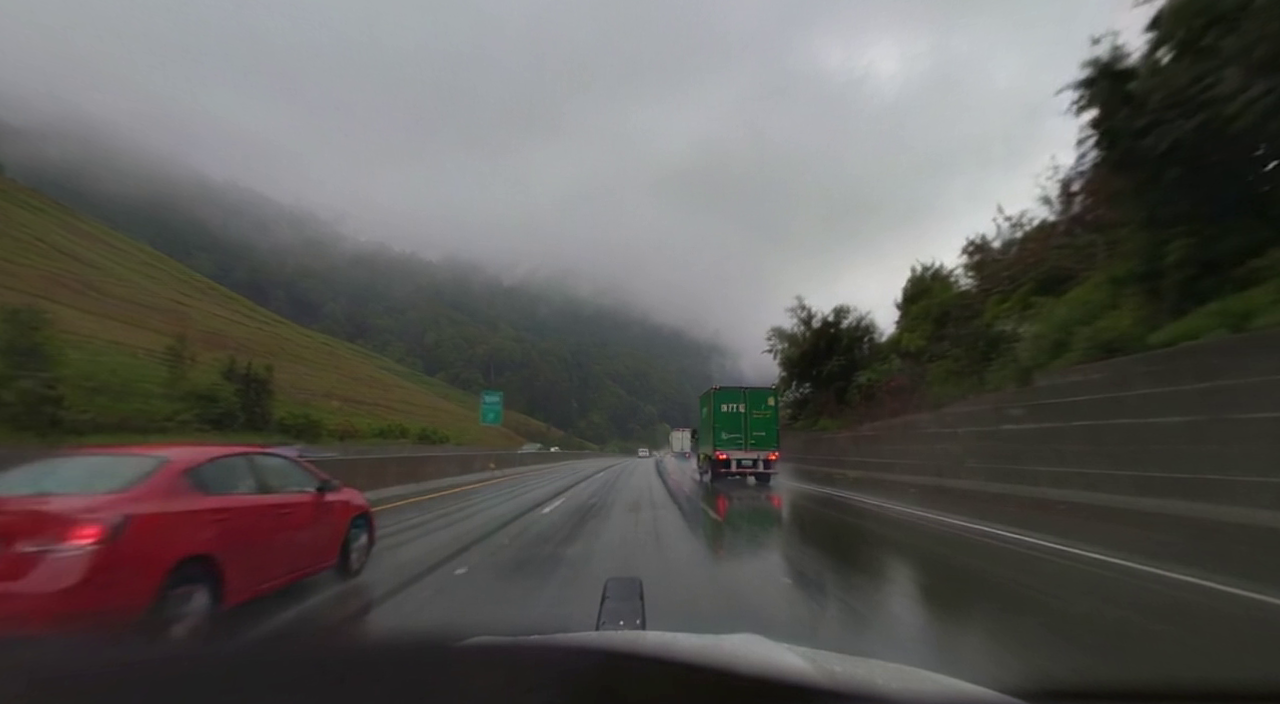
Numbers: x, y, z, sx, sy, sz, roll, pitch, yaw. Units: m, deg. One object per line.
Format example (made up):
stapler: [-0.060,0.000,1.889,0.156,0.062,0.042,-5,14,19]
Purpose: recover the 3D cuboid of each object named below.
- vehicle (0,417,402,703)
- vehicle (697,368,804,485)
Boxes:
vehicle: [-3.861,1.338,4.747,2.060,1.475,5.314,0,-9,0]
vehicle: [4.092,3.032,25.027,2.999,4.023,6.337,0,-9,0]
